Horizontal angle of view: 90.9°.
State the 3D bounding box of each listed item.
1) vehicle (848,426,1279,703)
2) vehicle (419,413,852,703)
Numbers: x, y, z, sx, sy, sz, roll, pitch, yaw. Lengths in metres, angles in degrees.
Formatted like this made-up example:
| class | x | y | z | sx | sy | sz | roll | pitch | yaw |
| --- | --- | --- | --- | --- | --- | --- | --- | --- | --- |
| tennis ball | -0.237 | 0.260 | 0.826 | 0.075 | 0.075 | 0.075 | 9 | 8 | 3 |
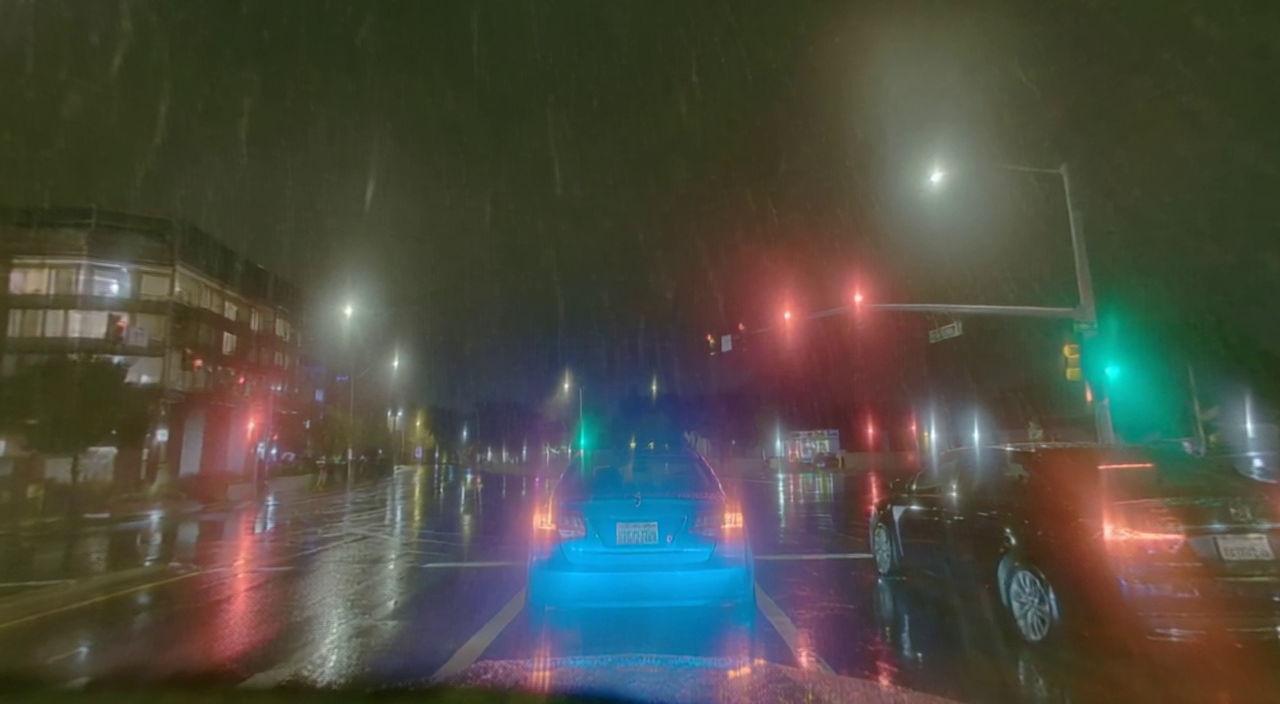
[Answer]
| class | x | y | z | sx | sy | sz | roll | pitch | yaw |
| --- | --- | --- | --- | --- | --- | --- | --- | --- | --- |
| vehicle | 3.352 | 1.376 | 5.079 | 1.860 | 1.430 | 4.089 | 0 | -8 | -1 |
| vehicle | -0.055 | 1.349 | 5.156 | 2.094 | 1.481 | 4.078 | 0 | -8 | -1 |
